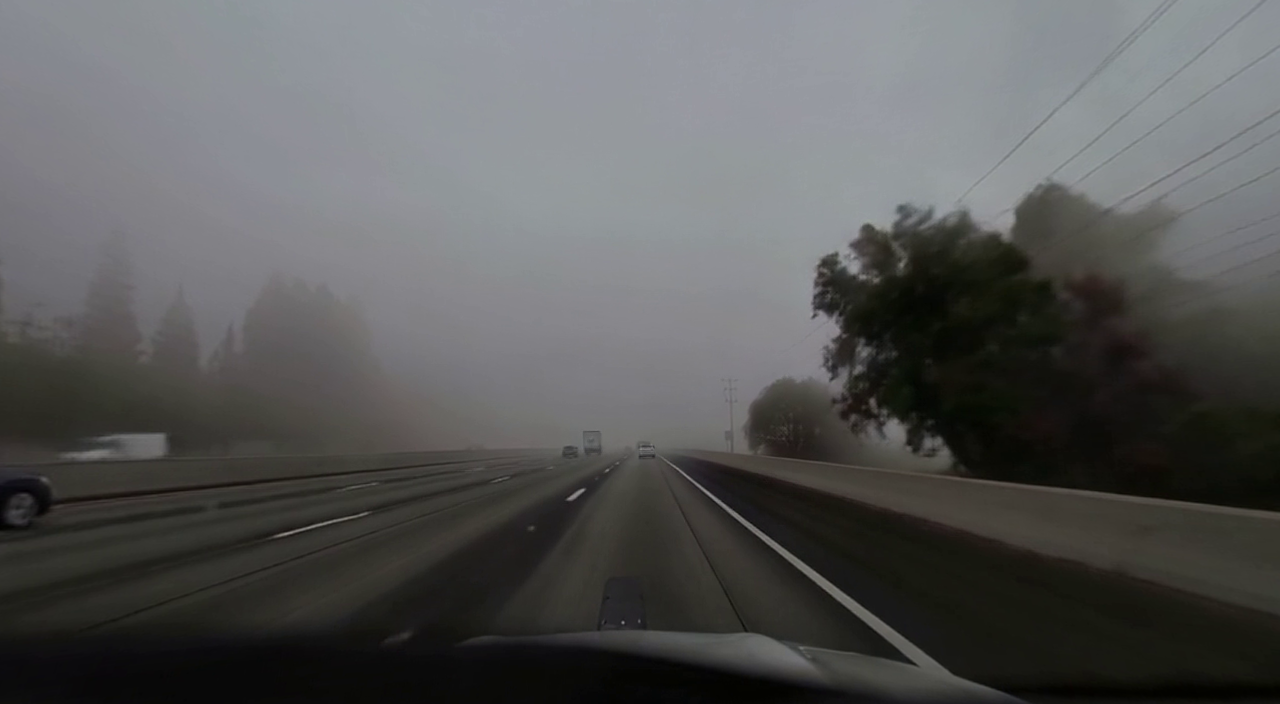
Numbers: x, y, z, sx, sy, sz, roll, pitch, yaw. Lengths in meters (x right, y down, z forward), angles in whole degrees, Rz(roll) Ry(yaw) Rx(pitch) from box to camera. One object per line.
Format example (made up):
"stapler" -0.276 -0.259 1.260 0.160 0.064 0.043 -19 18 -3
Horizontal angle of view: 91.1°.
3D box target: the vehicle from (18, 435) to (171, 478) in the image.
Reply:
"vehicle" -29.266 5.619 34.127 2.366 2.109 6.534 0 -8 1

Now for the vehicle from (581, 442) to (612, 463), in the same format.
"vehicle" -3.288 7.715 48.299 2.046 1.478 4.111 0 -8 0

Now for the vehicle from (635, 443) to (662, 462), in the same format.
"vehicle" 0.637 7.855 49.309 2.057 1.453 3.926 0 -8 0
